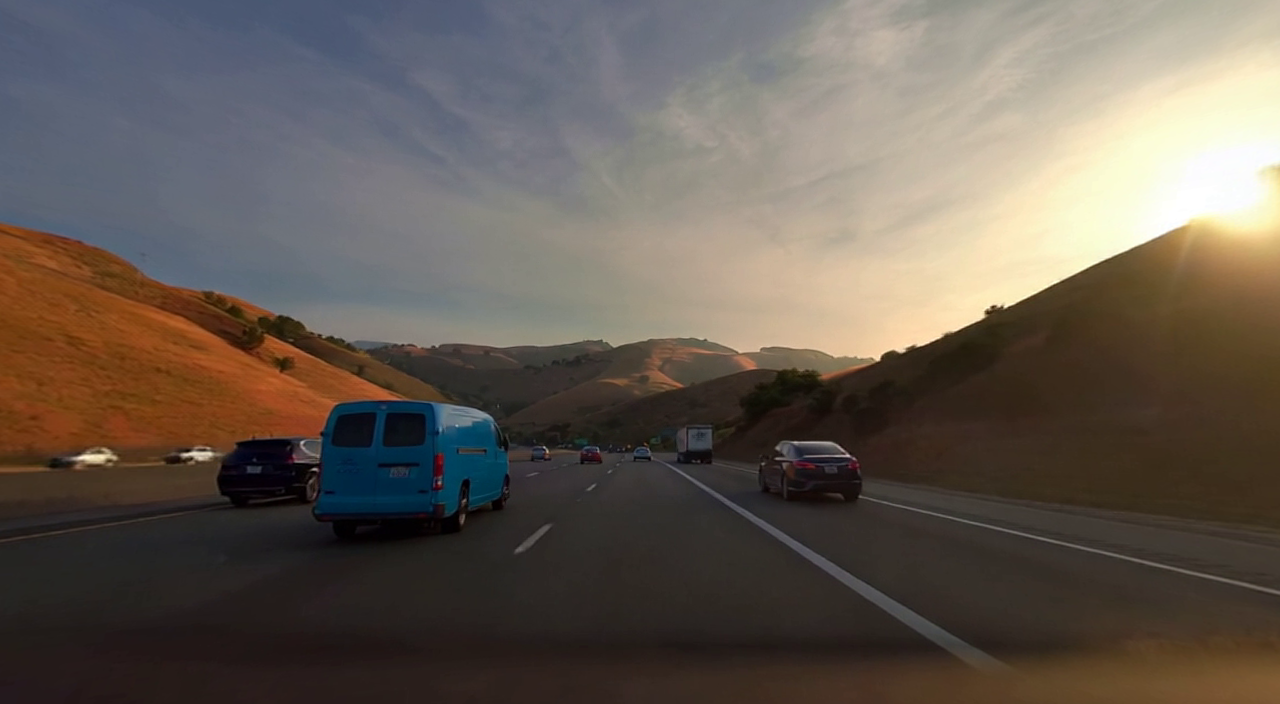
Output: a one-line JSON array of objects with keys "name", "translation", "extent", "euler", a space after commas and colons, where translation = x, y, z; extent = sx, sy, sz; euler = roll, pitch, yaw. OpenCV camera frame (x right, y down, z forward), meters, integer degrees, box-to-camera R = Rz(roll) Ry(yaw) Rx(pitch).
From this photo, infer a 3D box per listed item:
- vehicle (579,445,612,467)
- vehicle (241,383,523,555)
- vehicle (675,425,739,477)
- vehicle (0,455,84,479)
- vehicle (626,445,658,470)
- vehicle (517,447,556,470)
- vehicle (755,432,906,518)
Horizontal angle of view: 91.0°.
[{"name": "vehicle", "translation": [-3.312, 7.784, 47.199], "extent": [2.138, 1.581, 4.340], "euler": [0, -9, 0]}, {"name": "vehicle", "translation": [-3.852, 1.942, 11.045], "extent": [2.421, 2.203, 5.775], "euler": [0, -9, 1]}, {"name": "vehicle", "translation": [3.783, 5.879, 37.358], "extent": [2.877, 2.730, 7.831], "euler": [0, -9, -1]}, {"name": "vehicle", "translation": [-42.409, 8.119, 44.664], "extent": [1.752, 1.502, 4.483], "euler": [0, -9, 0]}, {"name": "vehicle", "translation": [0.134, 6.954, 41.715], "extent": [2.014, 1.543, 3.804], "euler": [0, -9, -1]}, {"name": "vehicle", "translation": [-7.338, 7.568, 44.925], "extent": [2.021, 1.500, 4.512], "euler": [0, -9, 0]}, {"name": "vehicle", "translation": [3.995, 2.658, 14.064], "extent": [2.051, 1.598, 4.145], "euler": [0, -9, 0]}]
